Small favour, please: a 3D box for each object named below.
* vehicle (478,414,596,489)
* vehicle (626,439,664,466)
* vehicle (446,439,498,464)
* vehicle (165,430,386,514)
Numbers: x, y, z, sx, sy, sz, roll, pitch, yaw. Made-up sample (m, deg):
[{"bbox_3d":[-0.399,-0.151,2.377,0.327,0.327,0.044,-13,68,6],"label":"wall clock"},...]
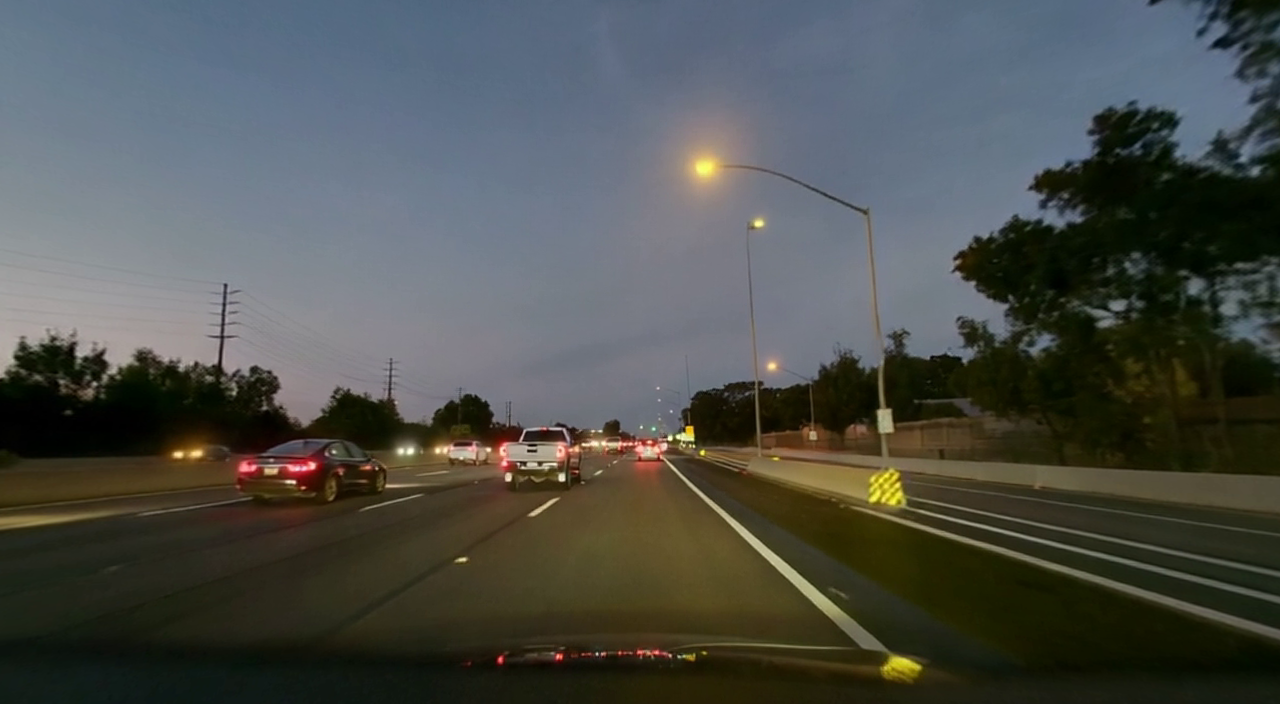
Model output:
[{"bbox_3d":[-3.129,3.292,21.010,2.815,2.092,6.526,0,-8,1],"label":"vehicle"},{"bbox_3d":[0.314,5.714,35.836,2.013,1.444,4.447,0,-8,1],"label":"vehicle"},{"bbox_3d":[-10.453,6.192,39.374,1.915,1.472,4.502,0,-8,2],"label":"vehicle"},{"bbox_3d":[-7.390,2.459,13.405,1.964,1.481,4.425,0,-8,1],"label":"vehicle"}]
